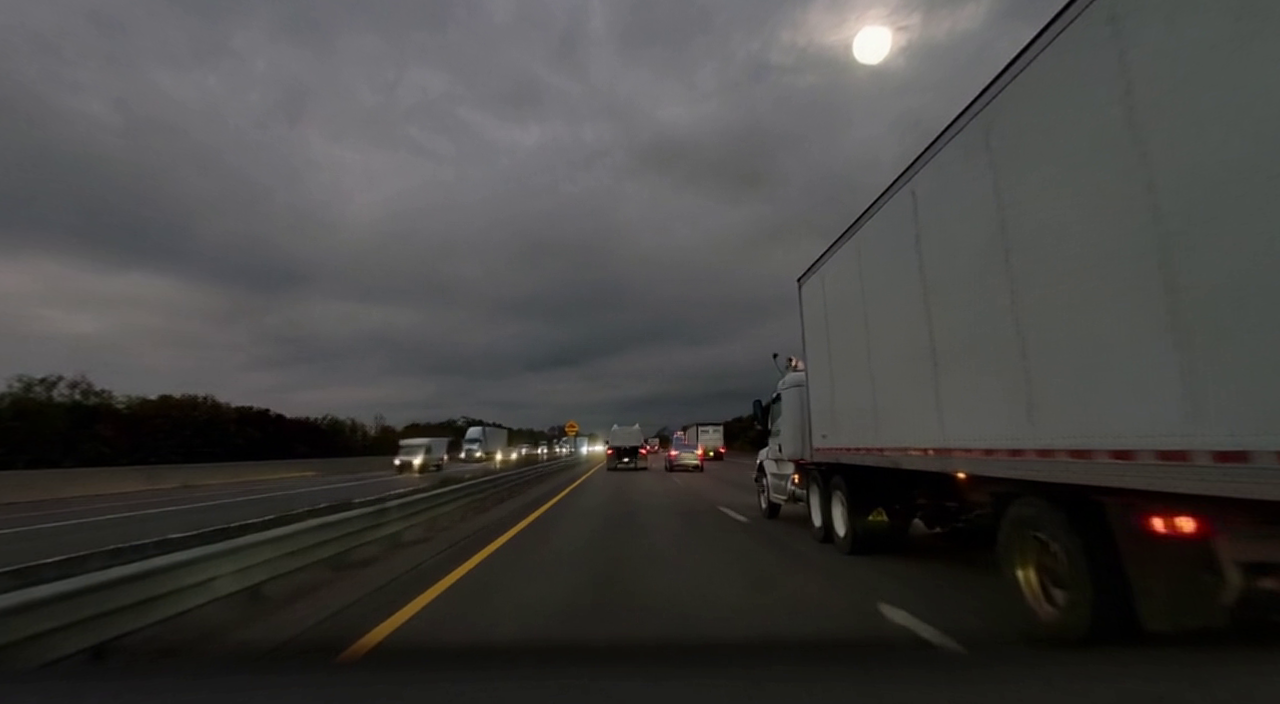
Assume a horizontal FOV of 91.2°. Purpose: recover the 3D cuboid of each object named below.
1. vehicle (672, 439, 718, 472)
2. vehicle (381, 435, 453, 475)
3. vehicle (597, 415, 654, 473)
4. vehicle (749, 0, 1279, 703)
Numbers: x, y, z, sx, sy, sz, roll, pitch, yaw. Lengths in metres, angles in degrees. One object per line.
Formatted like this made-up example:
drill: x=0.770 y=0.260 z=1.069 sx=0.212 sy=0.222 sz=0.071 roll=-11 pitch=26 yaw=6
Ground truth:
vehicle: x=2.872 y=5.502 z=33.422 sx=2.127 sy=1.642 sz=3.899 roll=0 pitch=-9 yaw=1
vehicle: x=-14.019 y=6.499 z=39.802 sx=2.425 sy=2.339 sz=5.273 roll=-1 pitch=-9 yaw=2
vehicle: x=-0.624 y=4.855 z=33.070 sx=2.506 sy=2.743 sz=6.093 roll=-1 pitch=-9 yaw=3
vehicle: x=3.846 y=0.489 z=7.588 sx=2.972 sy=4.007 sz=10.643 roll=0 pitch=-9 yaw=-1
